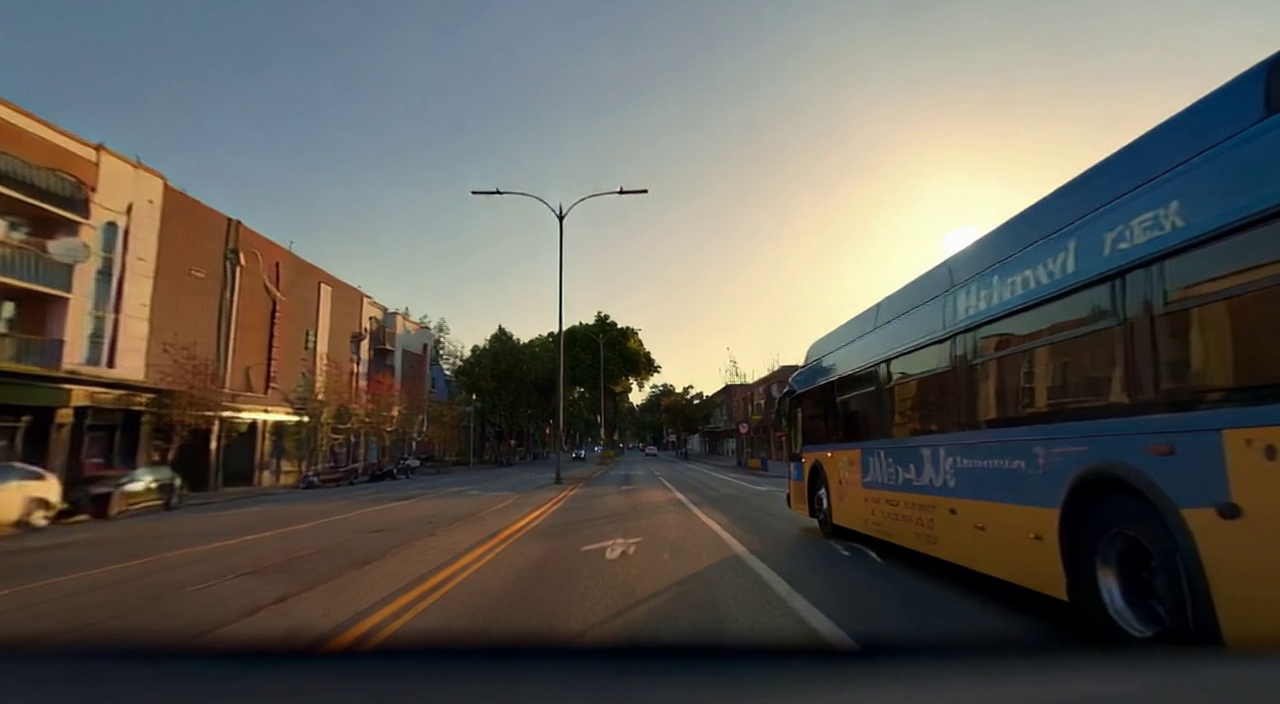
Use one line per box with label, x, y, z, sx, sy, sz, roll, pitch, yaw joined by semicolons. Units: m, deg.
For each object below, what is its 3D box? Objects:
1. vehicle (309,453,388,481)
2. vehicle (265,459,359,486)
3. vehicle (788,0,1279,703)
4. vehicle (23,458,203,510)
vehicle;-19.619;7.745;42.673;4.325;1.777;1.948;0;-9;0
vehicle;-19.340;7.098;37.397;4.522;1.469;1.840;1;-9;-4
vehicle;4.384;0.427;4.935;3.194;3.345;12.428;0;-9;-1
vehicle;-17.897;4.485;21.652;4.246;1.612;1.914;1;-9;-7
